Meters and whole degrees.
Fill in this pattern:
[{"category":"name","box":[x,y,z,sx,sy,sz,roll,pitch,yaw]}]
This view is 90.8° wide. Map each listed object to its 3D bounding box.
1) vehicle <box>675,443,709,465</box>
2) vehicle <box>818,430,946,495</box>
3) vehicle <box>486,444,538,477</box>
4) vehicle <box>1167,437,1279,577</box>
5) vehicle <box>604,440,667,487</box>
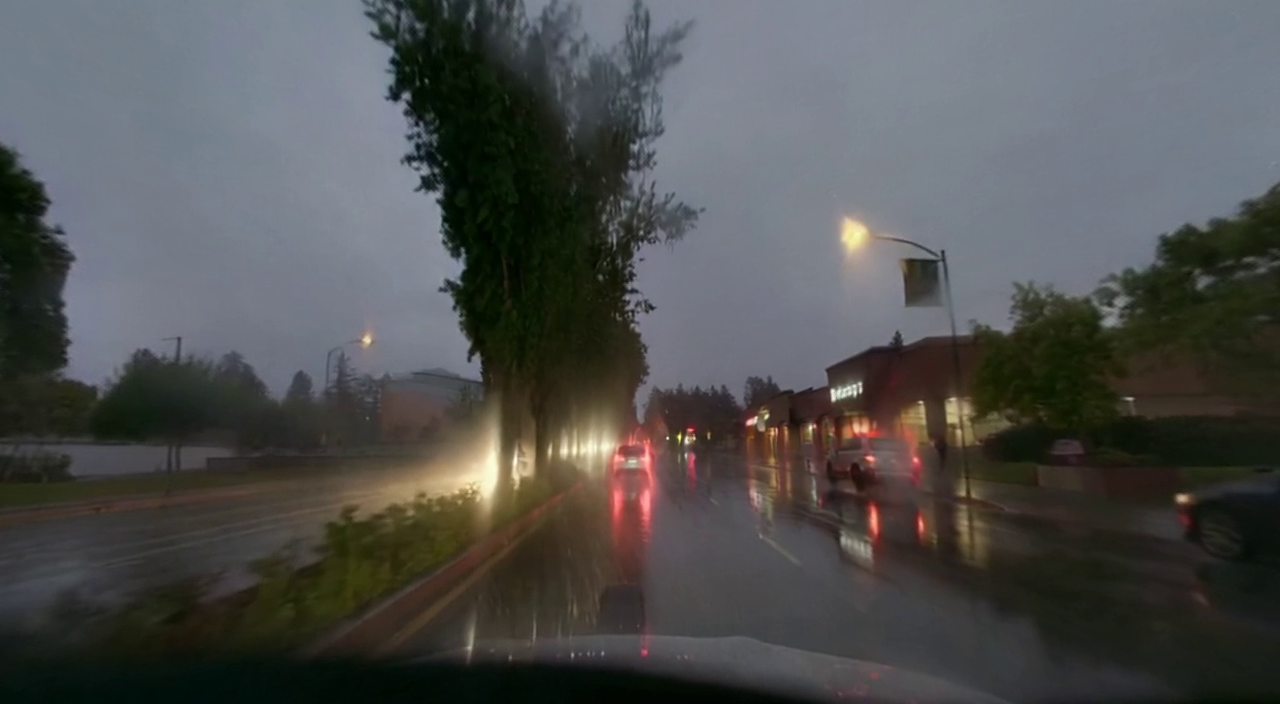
[{"category":"vehicle","box":[3.525,7.014,43.606,1.910,1.474,4.003,0,-8,-1]},{"category":"vehicle","box":[7.571,3.511,20.494,2.165,1.787,5.231,-1,-8,1]},{"category":"vehicle","box":[-6.337,5.397,31.688,1.999,1.531,4.011,0,-9,-3]},{"category":"vehicle","box":[7.764,1.490,5.687,1.942,1.473,4.742,0,-8,0]},{"category":"vehicle","box":[-0.191,3.835,22.047,2.006,1.487,3.535,0,-8,-1]}]
